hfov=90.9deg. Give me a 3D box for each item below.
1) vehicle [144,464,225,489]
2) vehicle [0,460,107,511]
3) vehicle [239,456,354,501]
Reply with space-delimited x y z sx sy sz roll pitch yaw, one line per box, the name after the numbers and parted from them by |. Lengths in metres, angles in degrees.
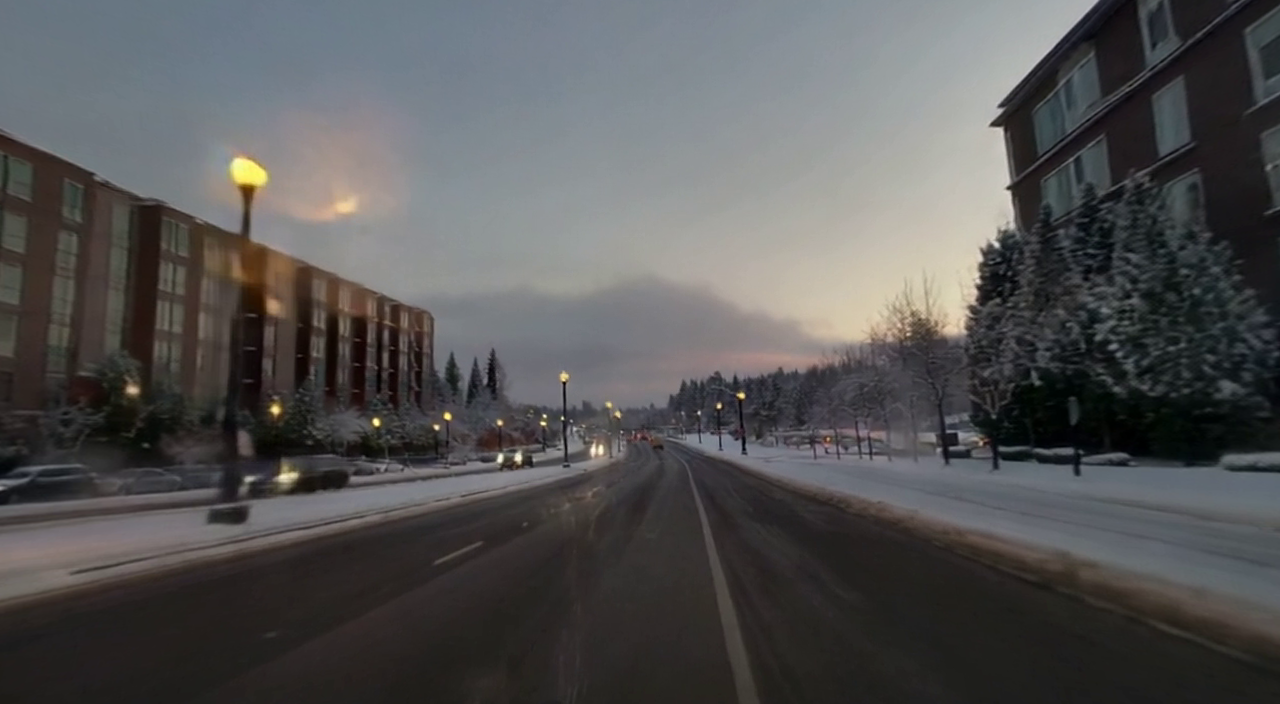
-34.030 9.305 47.128 4.463 1.688 2.078 -1 -9 3 | vehicle
-28.475 6.068 28.864 2.403 2.020 6.284 -1 -9 3 | vehicle
-14.123 5.182 26.225 2.006 1.633 4.292 -1 -9 6 | vehicle
